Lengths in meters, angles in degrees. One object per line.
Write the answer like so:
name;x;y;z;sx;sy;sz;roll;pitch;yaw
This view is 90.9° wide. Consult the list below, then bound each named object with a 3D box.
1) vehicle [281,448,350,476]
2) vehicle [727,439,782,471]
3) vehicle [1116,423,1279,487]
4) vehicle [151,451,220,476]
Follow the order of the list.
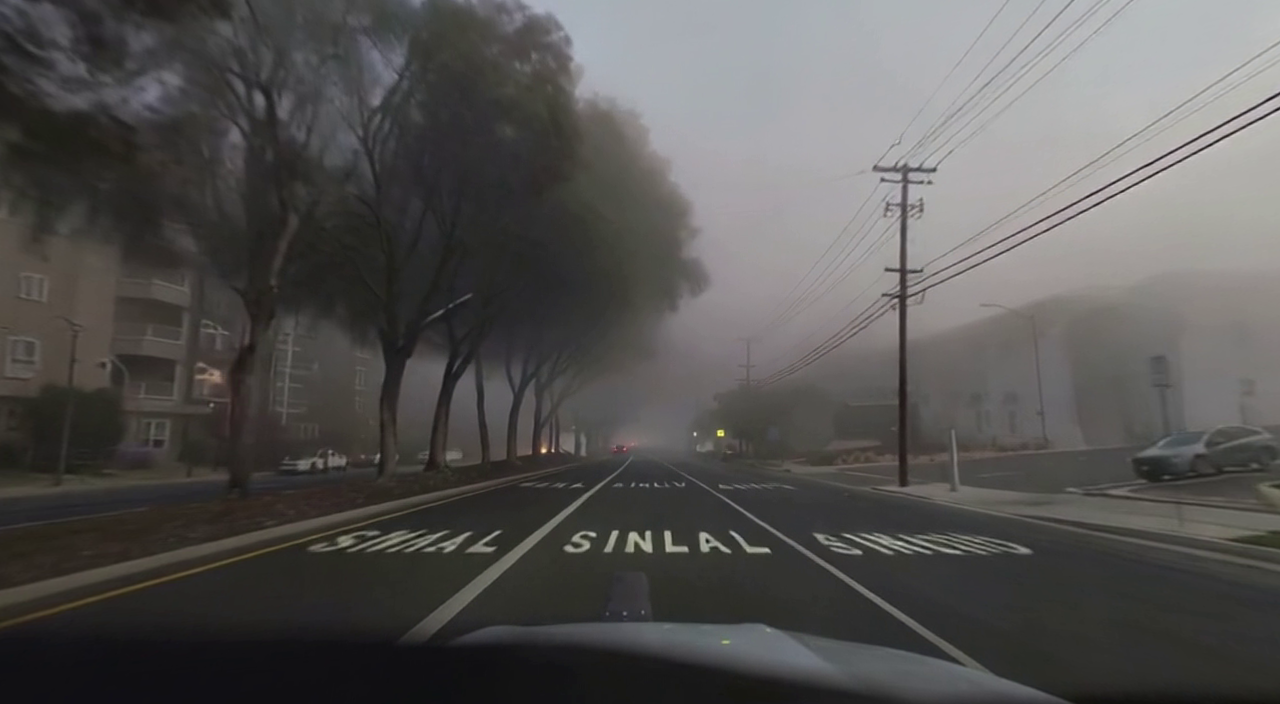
vehicle;-22.326;7.539;43.607;2.323;1.754;4.425;0;-8;0
vehicle;7.542;6.838;42.127;2.747;1.938;4.708;0;-8;-1
vehicle;17.577;3.138;19.495;1.960;1.725;4.616;0;-8;-2
vehicle;-31.245;7.662;43.523;1.799;1.597;3.904;0;-8;0
